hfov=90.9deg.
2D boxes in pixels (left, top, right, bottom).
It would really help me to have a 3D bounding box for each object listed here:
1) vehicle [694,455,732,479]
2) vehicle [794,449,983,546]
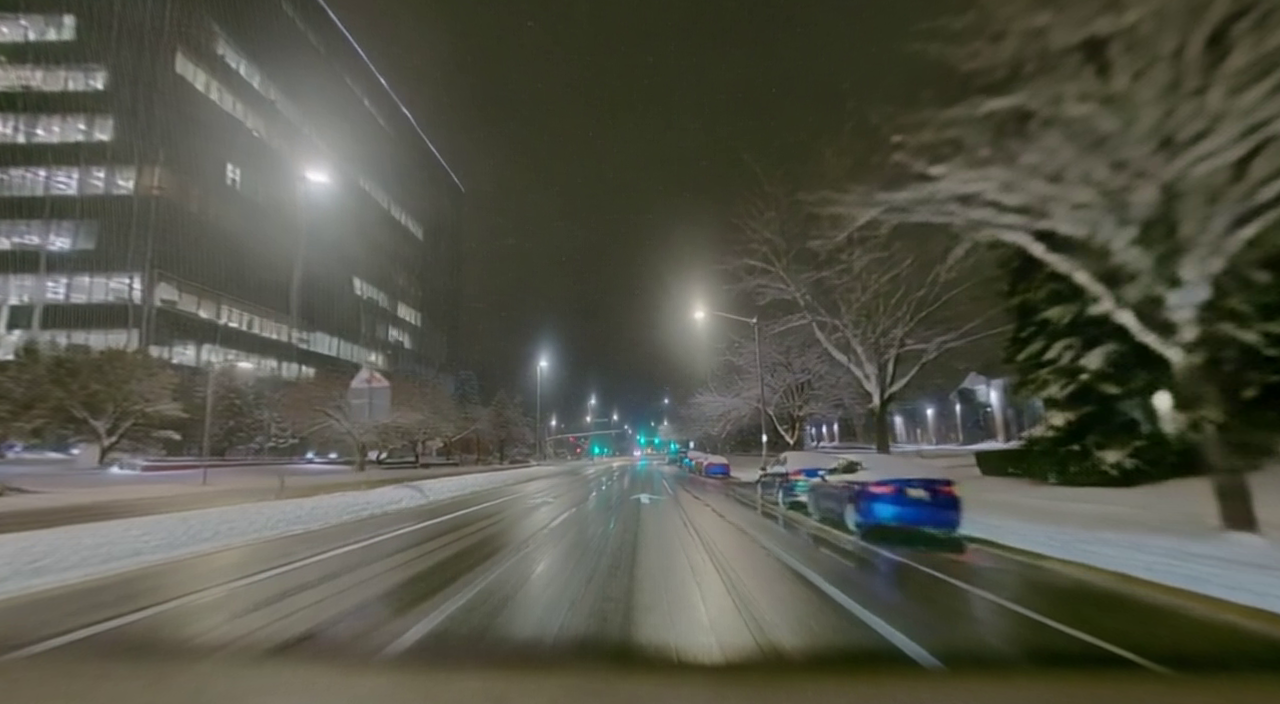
[{"bbox_3d":[4.676,7.393,40.798,1.872,1.420,4.201,0,-9,-1],"label":"vehicle"},{"bbox_3d":[4.526,2.672,12.329,1.909,1.503,4.368,0,-9,0],"label":"vehicle"}]
